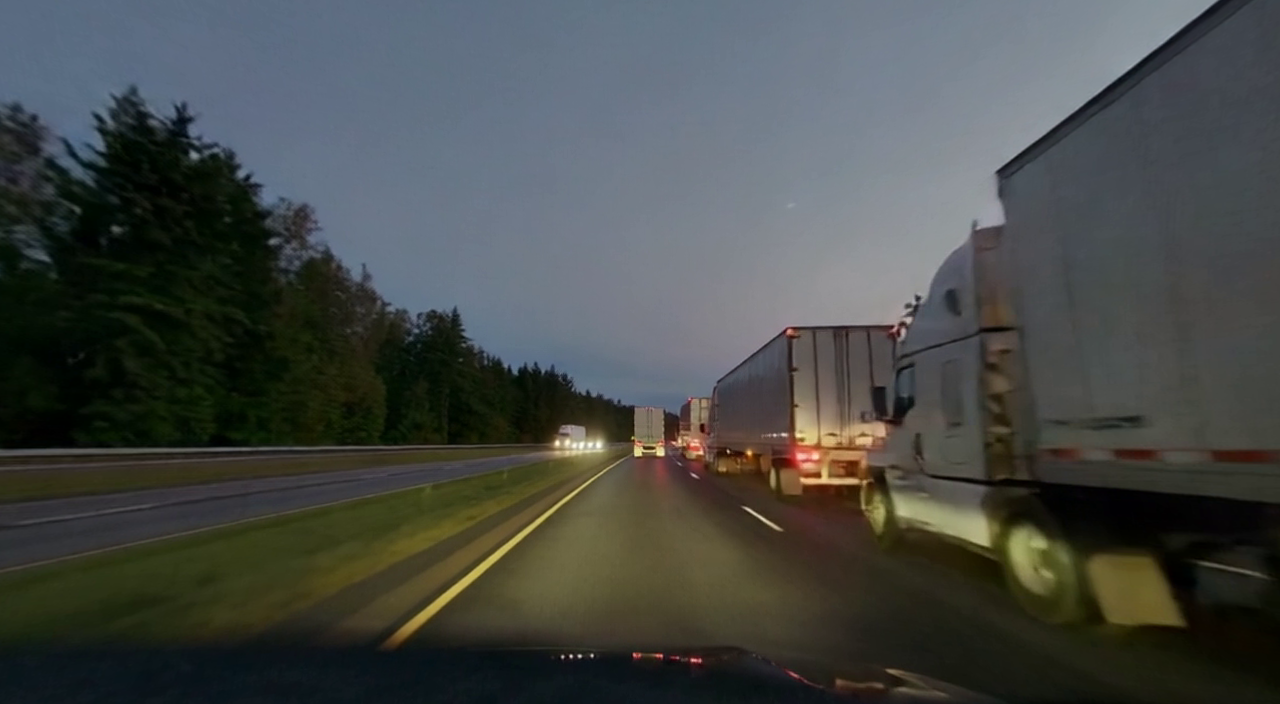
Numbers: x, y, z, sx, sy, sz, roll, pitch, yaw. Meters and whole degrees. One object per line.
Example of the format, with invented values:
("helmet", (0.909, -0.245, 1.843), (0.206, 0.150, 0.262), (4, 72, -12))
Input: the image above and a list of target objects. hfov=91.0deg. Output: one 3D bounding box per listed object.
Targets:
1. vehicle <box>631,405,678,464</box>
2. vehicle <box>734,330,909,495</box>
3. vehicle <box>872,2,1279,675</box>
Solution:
("vehicle", (0.885, 5.170, 39.227), (2.644, 3.247, 7.454), (-1, -8, 1))
("vehicle", (4.966, 2.001, 19.339), (2.843, 3.940, 8.349), (0, -8, 0))
("vehicle", (5.029, 0.204, 6.494), (2.910, 3.989, 5.816), (0, -8, 0))
